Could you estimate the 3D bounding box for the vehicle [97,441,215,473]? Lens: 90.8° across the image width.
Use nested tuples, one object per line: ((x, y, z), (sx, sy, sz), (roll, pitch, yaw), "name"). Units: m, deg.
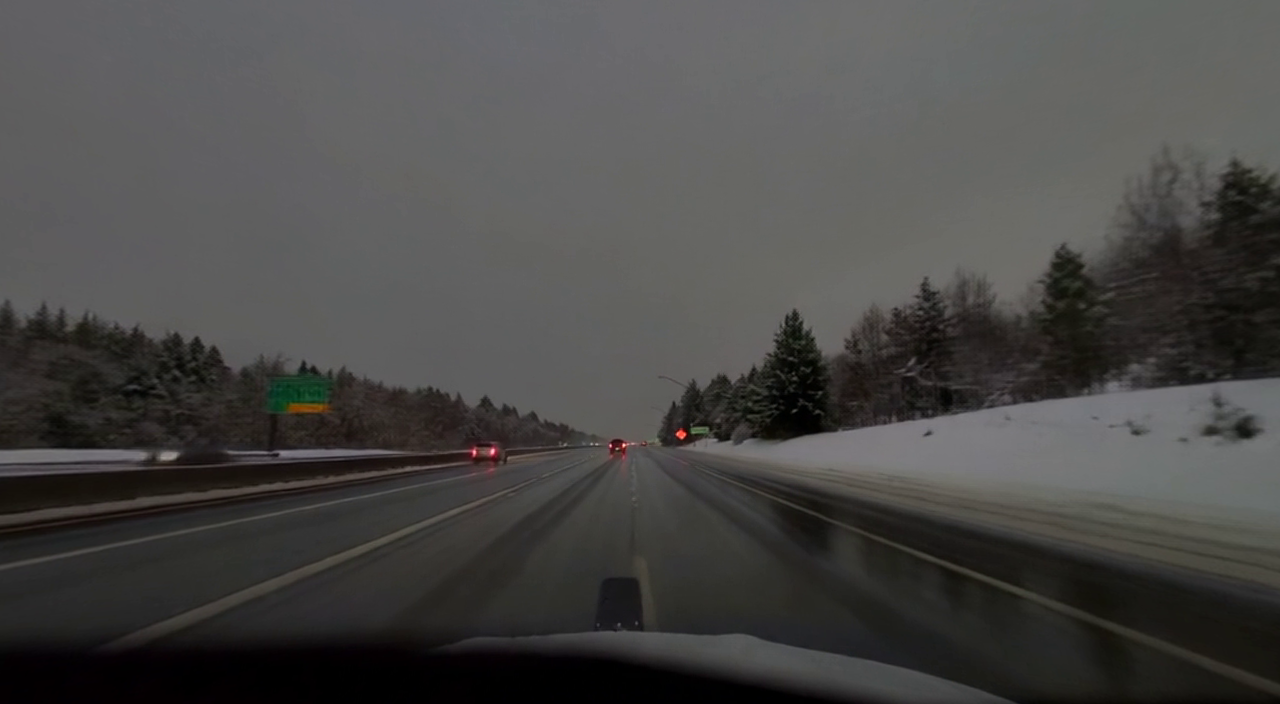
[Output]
((-27.380, 5.946, 36.049), (2.174, 1.694, 5.802), (0, -8, -1), "vehicle")
